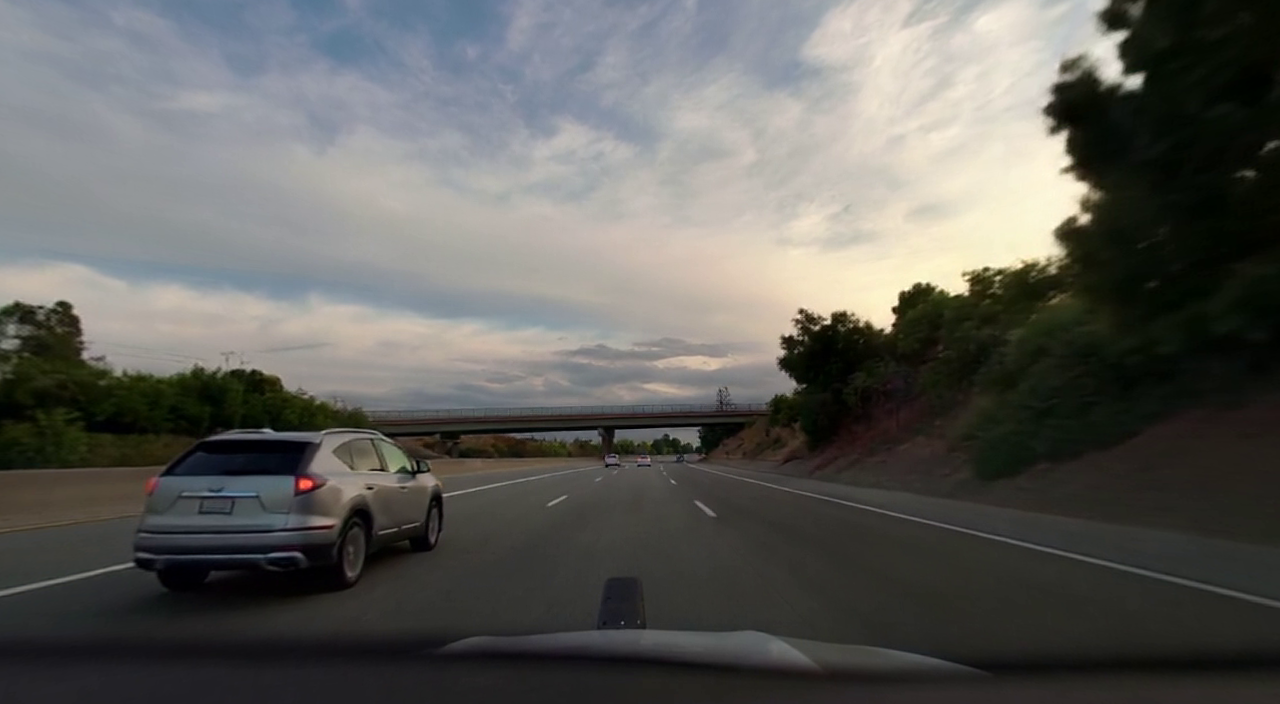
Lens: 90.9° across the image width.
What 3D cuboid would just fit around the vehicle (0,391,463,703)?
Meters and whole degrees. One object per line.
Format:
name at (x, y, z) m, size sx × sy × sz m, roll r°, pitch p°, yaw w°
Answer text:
vehicle at (-3.401, 1.391, 5.554) m, size 2.274 × 1.628 × 4.807 m, roll 0°, pitch -9°, yaw 0°
